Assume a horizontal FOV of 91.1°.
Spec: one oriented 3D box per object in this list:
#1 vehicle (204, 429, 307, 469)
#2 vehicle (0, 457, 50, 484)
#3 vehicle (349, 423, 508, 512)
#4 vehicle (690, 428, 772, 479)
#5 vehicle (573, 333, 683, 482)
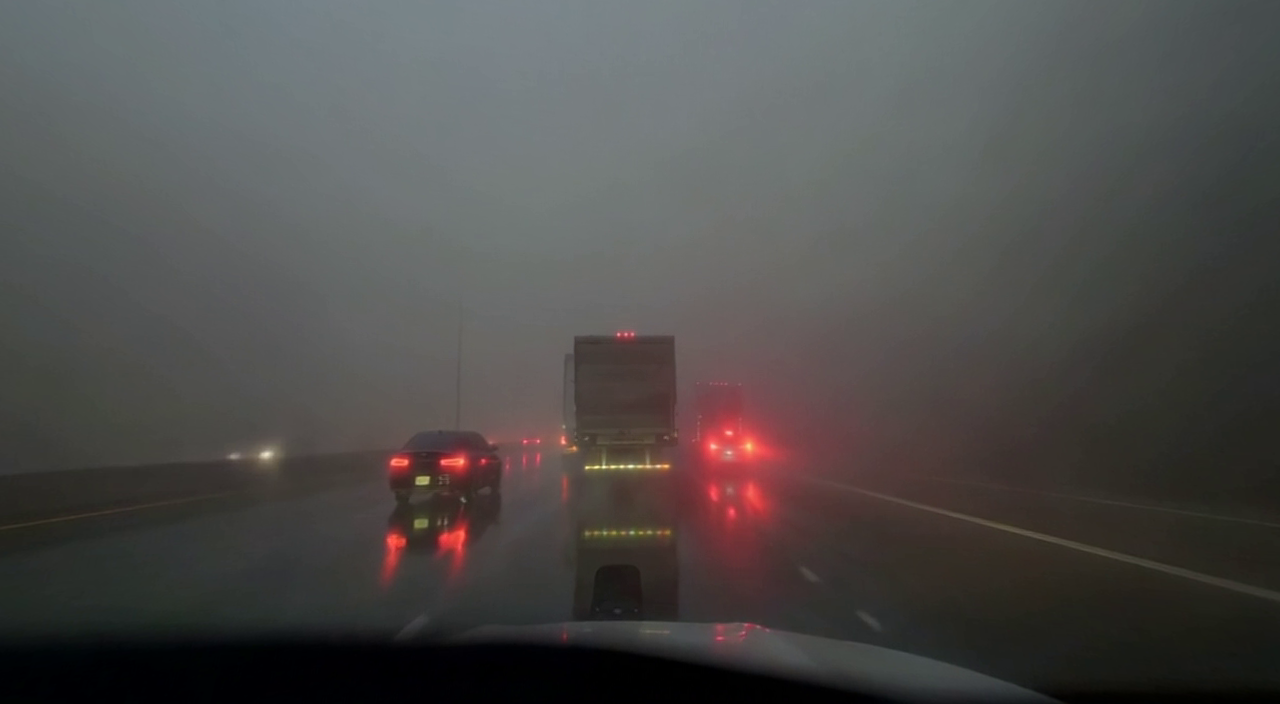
[{"bbox_3d":[-19.751,4.993,32.617,2.233,1.914,4.893,0,-8,-1],"label":"vehicle"},{"bbox_3d":[-39.003,7.246,38.316,1.762,1.501,4.228,-1,-8,6],"label":"vehicle"},{"bbox_3d":[-4.008,2.220,12.648,1.882,1.493,3.828,0,-8,0],"label":"vehicle"},{"bbox_3d":[2.890,3.307,20.858,1.976,1.513,4.065,0,-8,-2],"label":"vehicle"},{"bbox_3d":[-0.450,2.132,21.938,2.938,4.033,9.980,0,-8,-1],"label":"vehicle"}]
